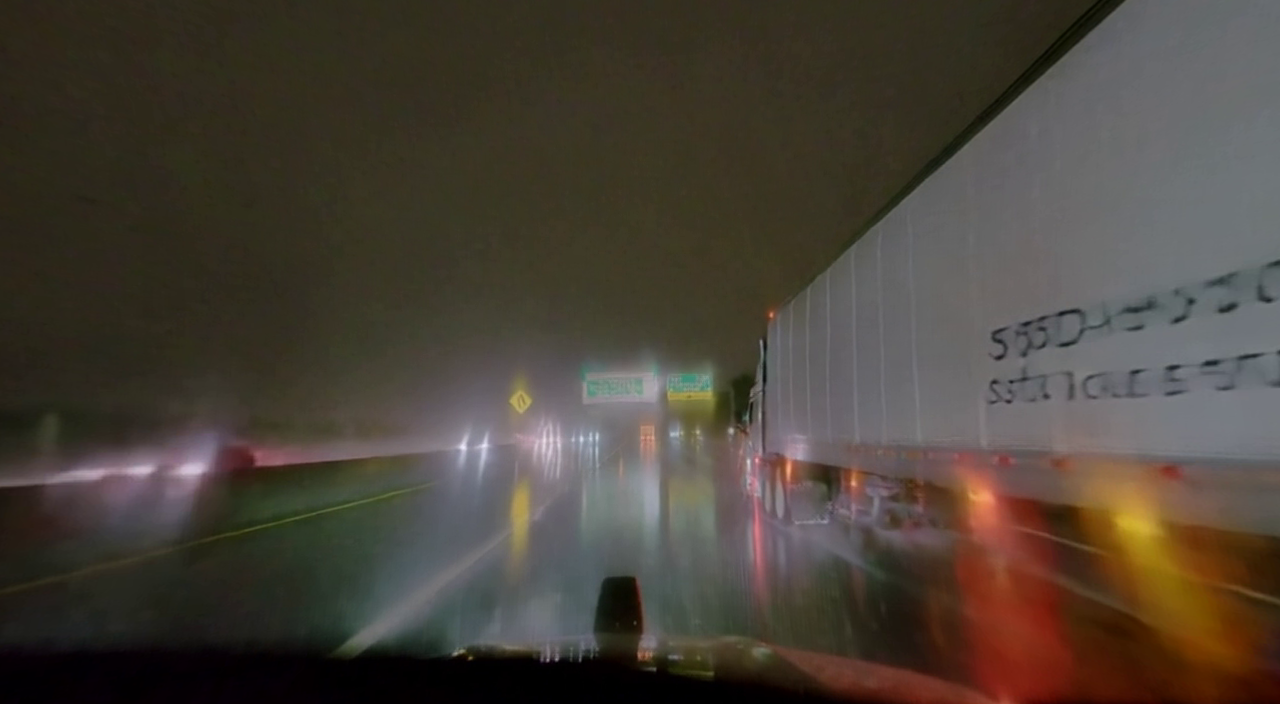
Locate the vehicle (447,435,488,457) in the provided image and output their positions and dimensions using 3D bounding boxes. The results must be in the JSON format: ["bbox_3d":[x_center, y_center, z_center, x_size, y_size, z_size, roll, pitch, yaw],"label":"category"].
[{"bbox_3d":[-12.449,6.764,45.614,1.884,1.503,4.042,0,-8,0],"label":"vehicle"}]

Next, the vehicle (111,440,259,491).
[{"bbox_3d":[-15.046,3.713,21.116,1.903,1.502,4.120,0,-8,-1],"label":"vehicle"}]
